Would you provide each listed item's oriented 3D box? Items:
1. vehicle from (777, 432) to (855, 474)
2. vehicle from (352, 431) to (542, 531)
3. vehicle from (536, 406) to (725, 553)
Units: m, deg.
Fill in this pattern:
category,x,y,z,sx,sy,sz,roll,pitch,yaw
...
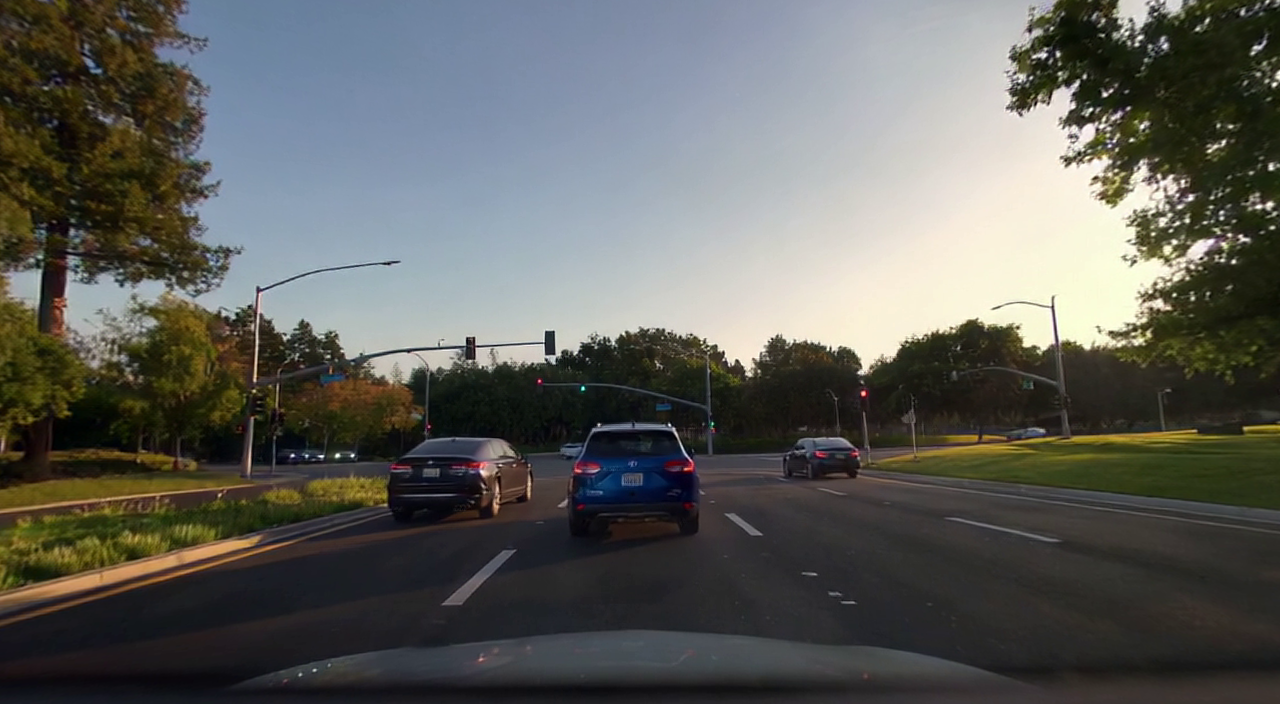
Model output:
category,x,y,z,sx,sy,sz,roll,pitch,yaw
vehicle,8.025,4.661,29.261,2.166,1.761,4.692,0,-8,-2
vehicle,-3.366,2.366,12.304,2.061,1.504,5.142,0,-8,0
vehicle,-0.106,1.861,9.837,2.298,1.770,4.138,0,-8,0
